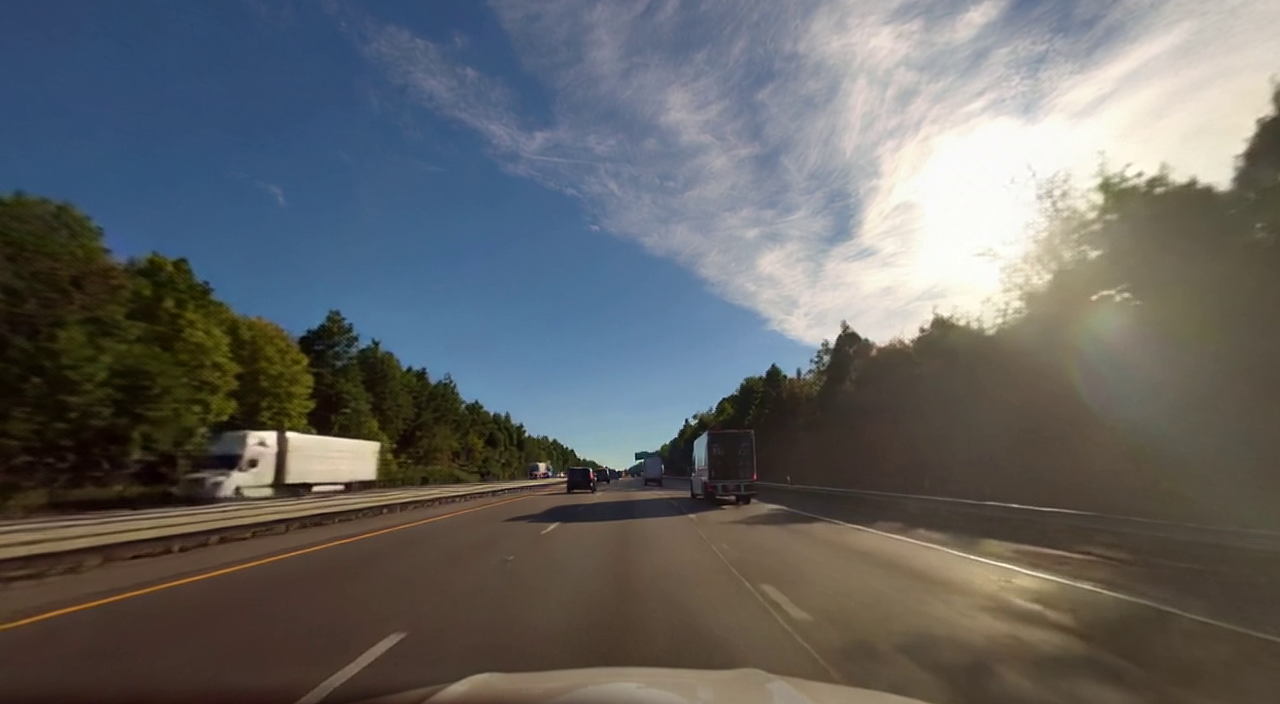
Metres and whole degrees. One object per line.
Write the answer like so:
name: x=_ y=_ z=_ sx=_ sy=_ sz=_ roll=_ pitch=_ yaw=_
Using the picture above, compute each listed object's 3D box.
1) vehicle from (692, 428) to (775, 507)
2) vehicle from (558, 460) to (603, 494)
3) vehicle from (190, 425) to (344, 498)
vehicle: x=3.855 y=4.976 z=27.192 sx=2.703 sy=2.988 sz=5.097 roll=1 pitch=-11 yaw=-1
vehicle: x=-3.511 y=7.519 z=37.991 sx=2.204 sy=1.852 sz=4.661 roll=1 pitch=-11 yaw=0
vehicle: x=-19.545 y=5.947 z=33.901 sx=2.866 sy=3.364 sz=8.471 roll=1 pitch=-11 yaw=1
